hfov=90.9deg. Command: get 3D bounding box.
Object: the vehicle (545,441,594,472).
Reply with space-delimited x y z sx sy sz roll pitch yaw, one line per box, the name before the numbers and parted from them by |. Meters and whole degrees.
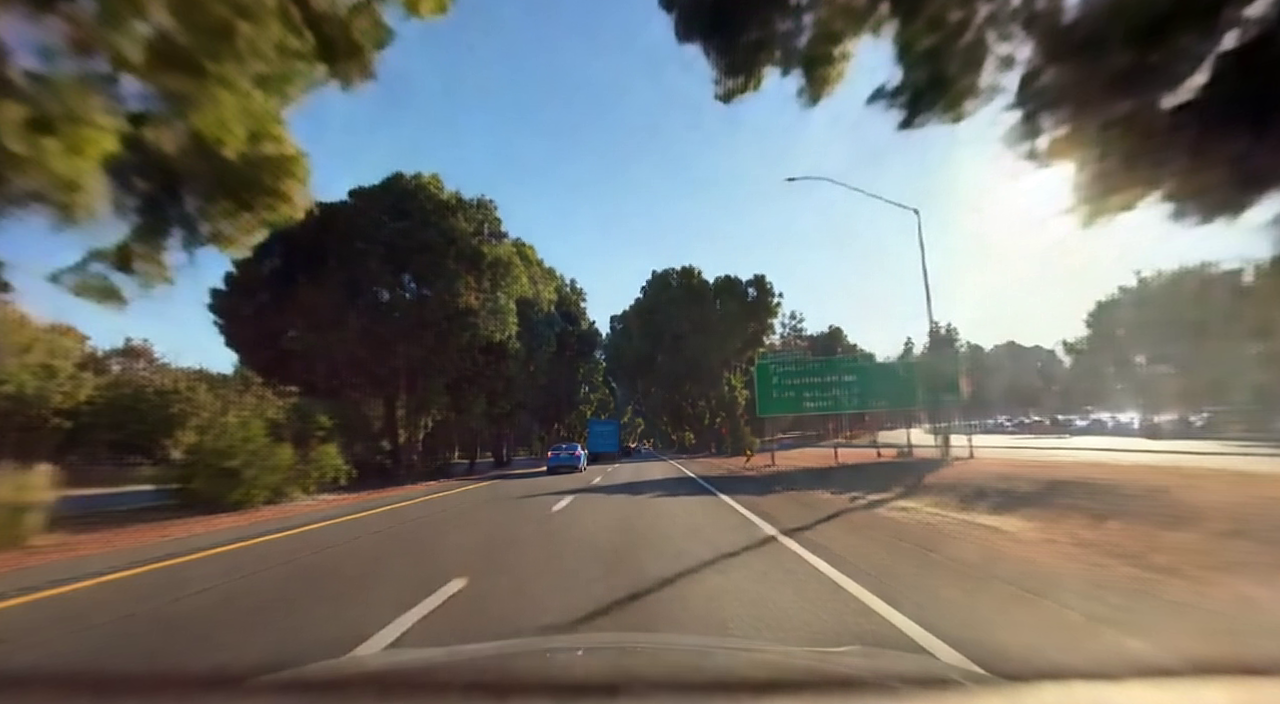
vehicle | -3.568 5.349 32.587 2.005 1.462 4.345 0 -8 1
